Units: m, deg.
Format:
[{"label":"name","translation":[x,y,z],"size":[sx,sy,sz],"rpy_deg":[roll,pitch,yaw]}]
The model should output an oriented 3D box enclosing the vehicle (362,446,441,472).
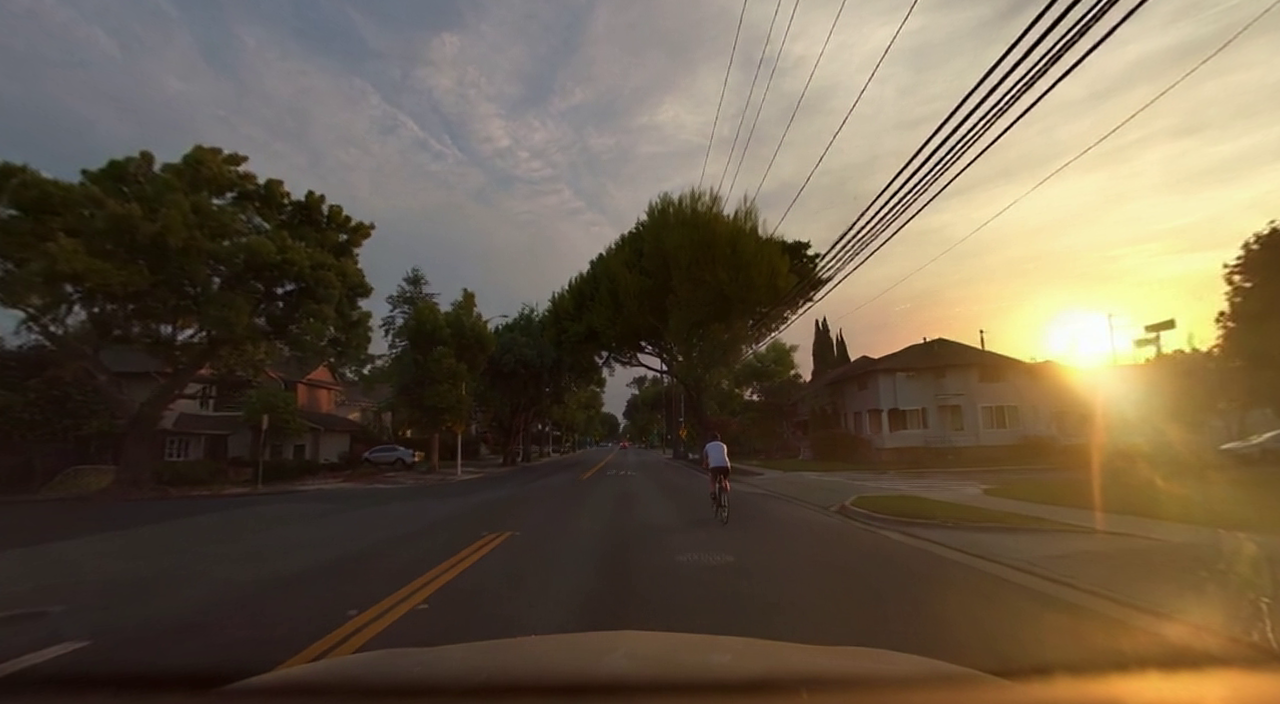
[{"label":"vehicle","translation":[-14.607,6.547,38.830],"size":[4.143,1.480,1.755],"rpy_deg":[0,-8,-2]}]
